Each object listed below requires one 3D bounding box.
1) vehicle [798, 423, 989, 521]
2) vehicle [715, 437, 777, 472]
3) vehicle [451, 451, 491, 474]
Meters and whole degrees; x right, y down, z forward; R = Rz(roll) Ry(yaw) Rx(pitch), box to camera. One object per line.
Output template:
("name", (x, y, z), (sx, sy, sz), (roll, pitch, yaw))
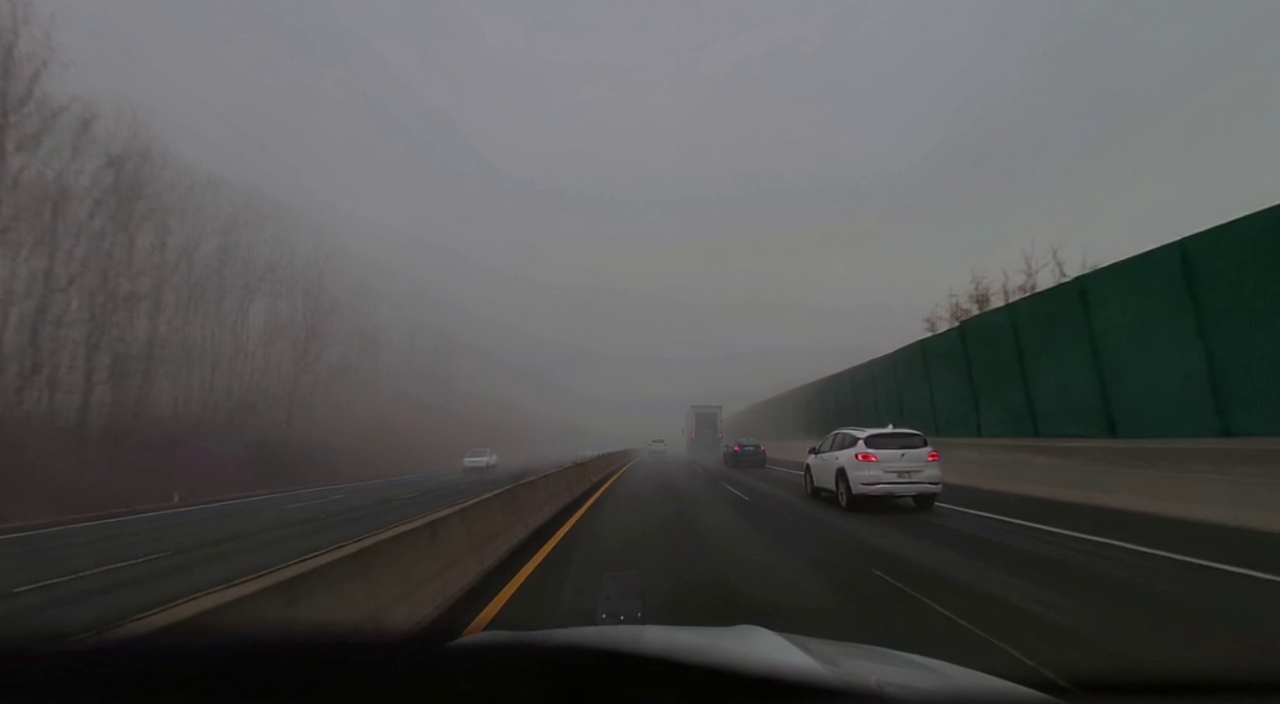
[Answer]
("vehicle", (4.575, 2.213, 12.135), (1.940, 1.539, 4.005), (0, -8, -1))
("vehicle", (4.732, 4.630, 28.695), (2.000, 1.473, 4.440), (0, -8, -1))
("vehicle", (-11.954, 7.794, 44.773), (1.810, 1.481, 3.837), (0, -8, -1))
